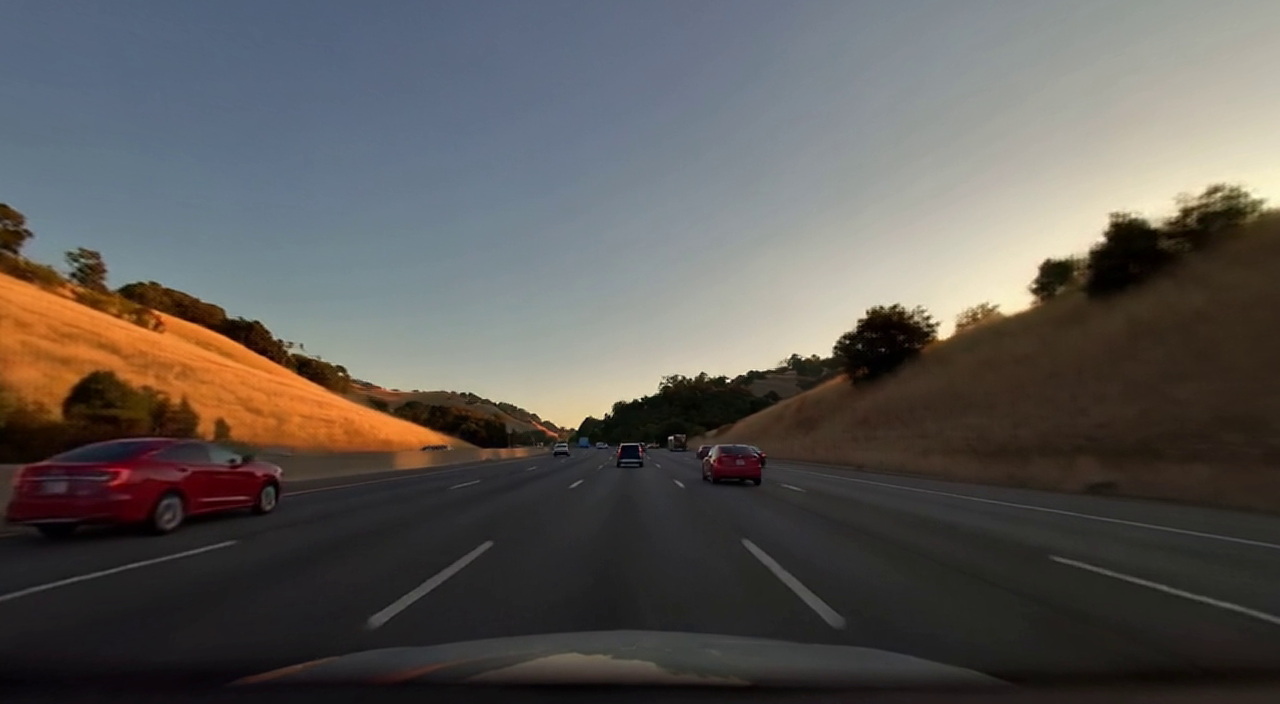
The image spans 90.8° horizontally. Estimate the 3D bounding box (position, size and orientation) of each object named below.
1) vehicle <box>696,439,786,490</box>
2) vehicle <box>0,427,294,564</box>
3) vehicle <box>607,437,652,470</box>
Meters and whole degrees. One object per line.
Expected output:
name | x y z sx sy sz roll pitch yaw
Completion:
vehicle | 3.233 3.710 21.262 2.120 1.492 4.734 0 -8 -1
vehicle | -7.504 1.951 9.472 1.922 1.508 4.816 0 -8 0
vehicle | -0.543 5.491 34.248 2.277 1.675 4.023 0 -8 -1
